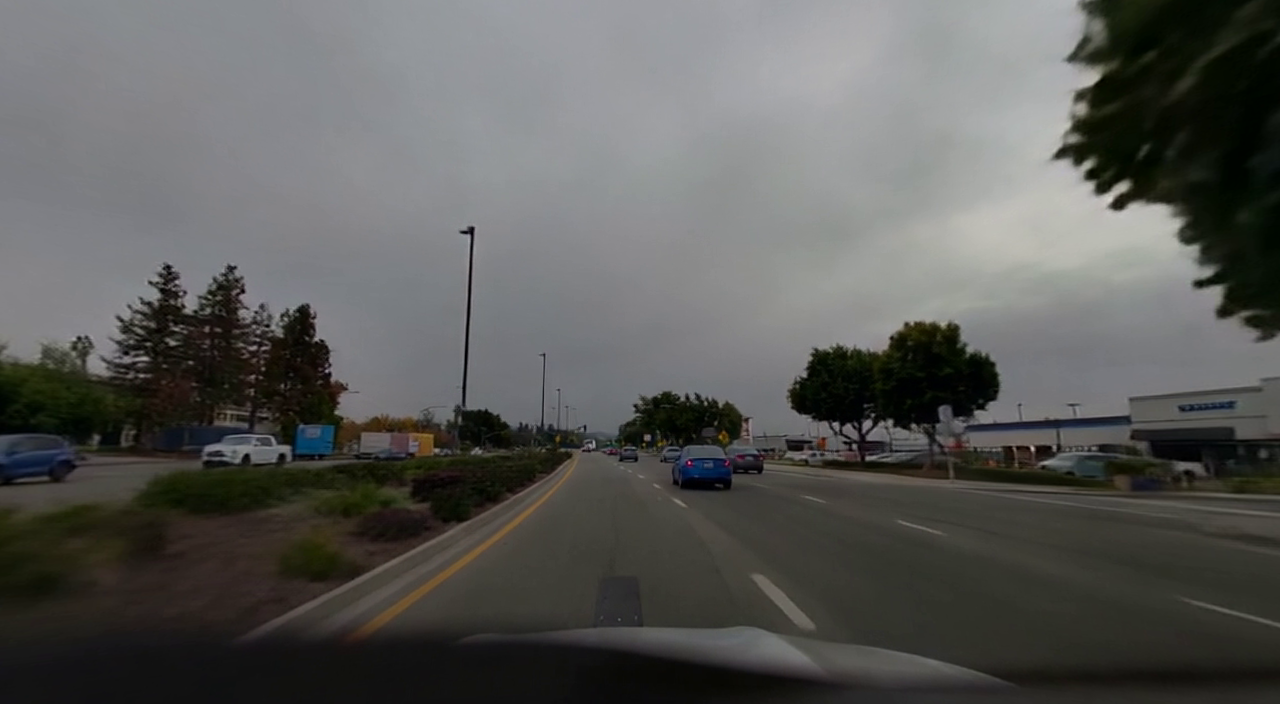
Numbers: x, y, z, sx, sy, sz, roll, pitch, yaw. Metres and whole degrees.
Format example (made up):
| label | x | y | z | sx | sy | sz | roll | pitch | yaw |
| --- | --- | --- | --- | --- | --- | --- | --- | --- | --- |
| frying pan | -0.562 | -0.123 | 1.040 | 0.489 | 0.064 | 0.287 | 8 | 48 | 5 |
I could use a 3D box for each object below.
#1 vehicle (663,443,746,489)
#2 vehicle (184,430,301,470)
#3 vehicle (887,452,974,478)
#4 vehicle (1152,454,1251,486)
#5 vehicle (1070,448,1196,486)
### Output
| label | x | y | z | sx | sy | sz | roll | pitch | yaw |
| --- | --- | --- | --- | --- | --- | --- | --- | --- | --- |
| vehicle | 2.142 | 3.971 | 22.279 | 2.256 | 1.451 | 4.313 | 1 | -8 | -4 |
| vehicle | -23.258 | 5.796 | 37.297 | 2.593 | 2.075 | 6.841 | 1 | -9 | -2 |
| vehicle | 18.004 | 6.988 | 39.085 | 4.646 | 1.479 | 2.070 | 3 | -9 | -17 |
| vehicle | 33.862 | 7.078 | 37.974 | 4.858 | 1.806 | 2.124 | 3 | -9 | -17 |
| vehicle | 21.481 | 5.009 | 27.476 | 4.424 | 1.531 | 2.008 | 3 | -9 | -16 |
